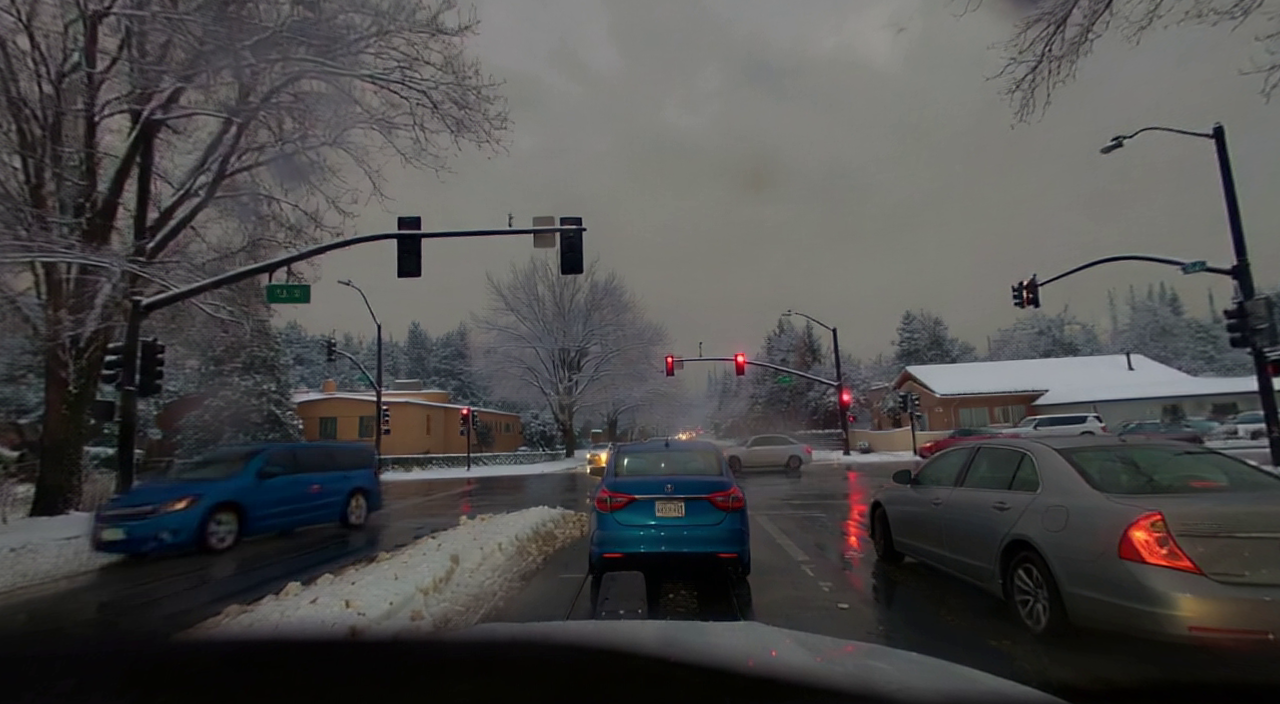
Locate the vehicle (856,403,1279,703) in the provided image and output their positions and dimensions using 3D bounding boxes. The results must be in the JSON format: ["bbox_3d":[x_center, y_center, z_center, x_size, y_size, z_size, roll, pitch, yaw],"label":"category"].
[{"bbox_3d":[3.661,1.341,5.446,1.888,1.486,4.681,0,-9,-1],"label":"vehicle"}]

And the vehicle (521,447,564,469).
[{"bbox_3d":[-6.917,7.581,45.311,2.093,1.476,4.278,-1,-9,4],"label":"vehicle"}]

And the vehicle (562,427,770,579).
[{"bbox_3d":[0.298,1.817,8.331,2.090,1.505,3.756,-1,-9,1],"label":"vehicle"}]

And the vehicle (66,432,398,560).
[{"bbox_3d":[-6.599,2.314,11.045,1.996,1.705,4.577,-3,-9,16],"label":"vehicle"}]
